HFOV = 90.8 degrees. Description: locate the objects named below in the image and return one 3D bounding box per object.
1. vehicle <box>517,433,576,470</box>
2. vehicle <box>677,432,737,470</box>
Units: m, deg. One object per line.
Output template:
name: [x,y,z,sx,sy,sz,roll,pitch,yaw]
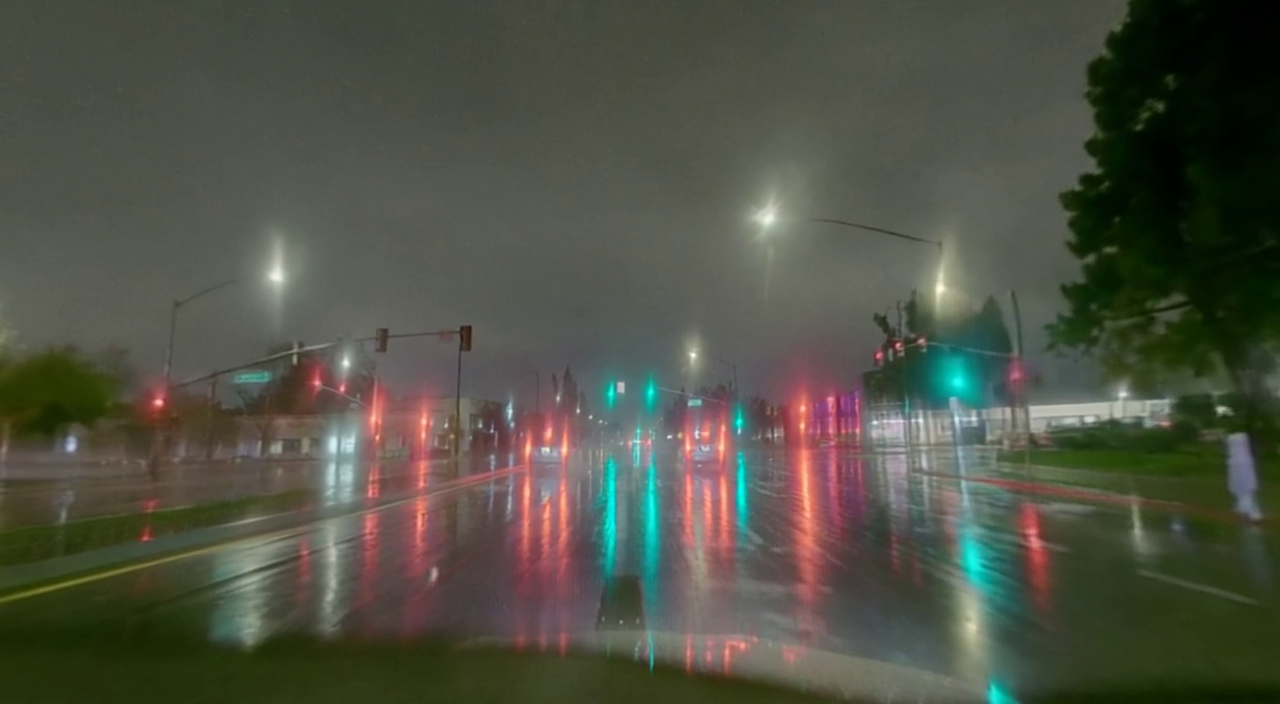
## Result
vehicle: [-4.113,4.475,28.546,1.973,1.526,4.533,0,-9,0]
vehicle: [2.860,4.389,28.151,2.130,1.524,4.722,0,-9,-1]
